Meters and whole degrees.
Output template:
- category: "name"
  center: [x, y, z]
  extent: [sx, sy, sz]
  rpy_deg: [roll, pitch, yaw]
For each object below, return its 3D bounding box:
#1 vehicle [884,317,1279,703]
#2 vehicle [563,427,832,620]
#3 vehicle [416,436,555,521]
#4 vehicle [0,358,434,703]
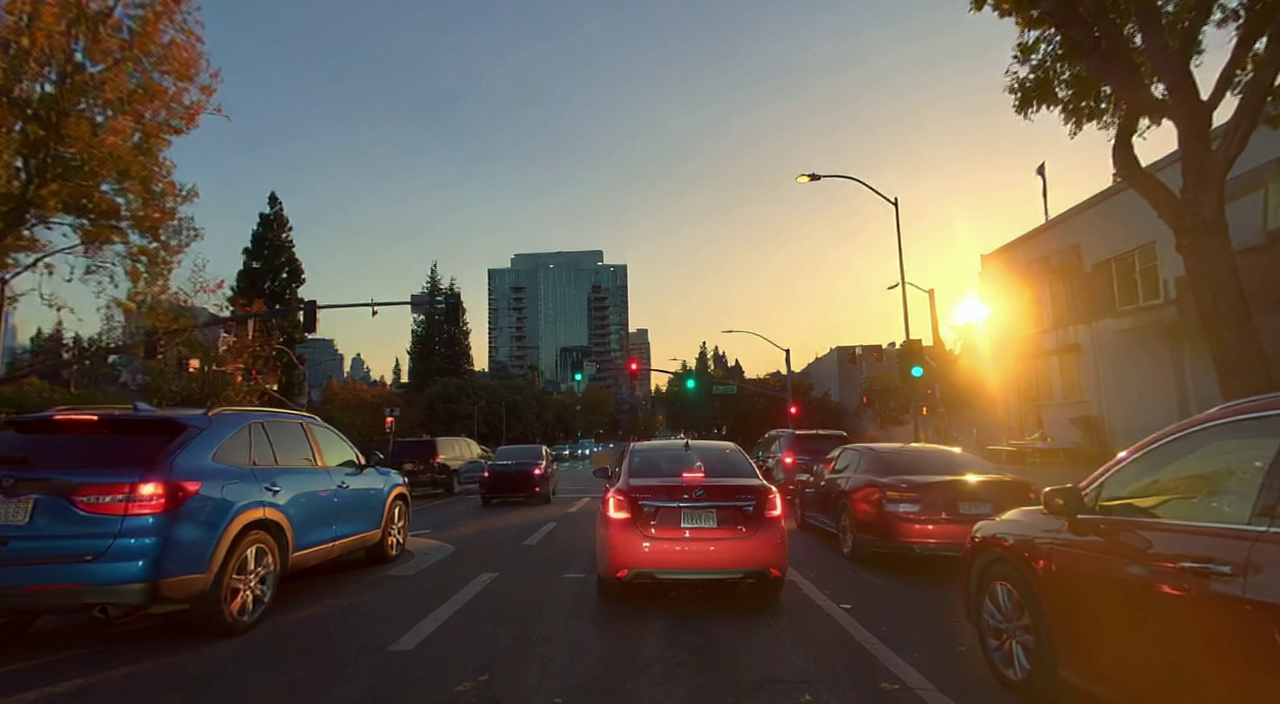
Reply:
- category: "vehicle"
  center: [3.040, 0.918, 3.069]
  extent: [1.880, 1.747, 4.500]
  rpy_deg: [0, -8, 0]
- category: "vehicle"
  center: [0.433, 1.610, 6.841]
  extent: [2.051, 1.460, 3.932]
  rpy_deg: [0, -8, 0]
- category: "vehicle"
  center: [-3.075, 2.587, 13.424]
  extent: [1.868, 1.516, 4.114]
  rpy_deg: [0, -8, 1]
- category: "vehicle"
  center: [-3.454, 1.224, 5.294]
  extent: [1.889, 1.767, 4.289]
  rpy_deg: [0, -8, 1]
